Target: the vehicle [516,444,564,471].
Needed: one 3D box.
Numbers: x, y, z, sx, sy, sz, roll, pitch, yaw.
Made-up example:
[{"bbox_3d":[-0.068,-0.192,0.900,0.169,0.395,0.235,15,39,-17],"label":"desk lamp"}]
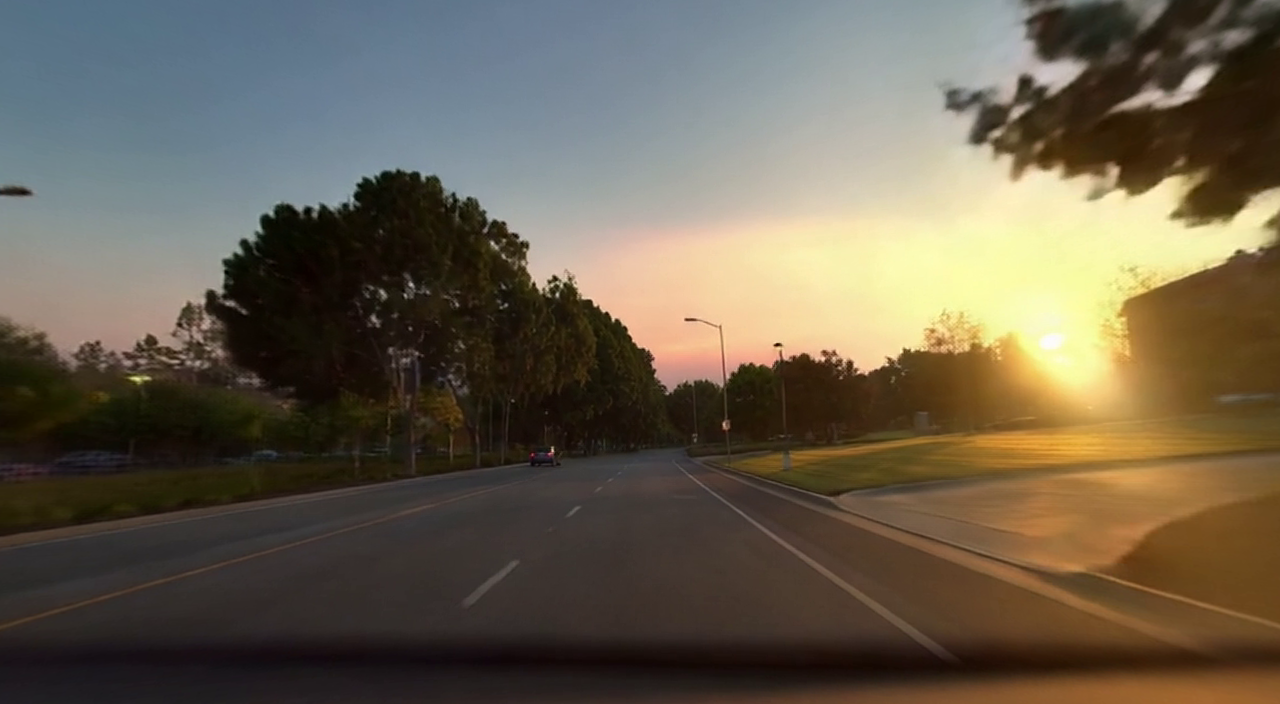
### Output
[{"bbox_3d":[-5.865,6.217,37.439,1.945,1.461,4.605,0,-8,2],"label":"vehicle"}]
